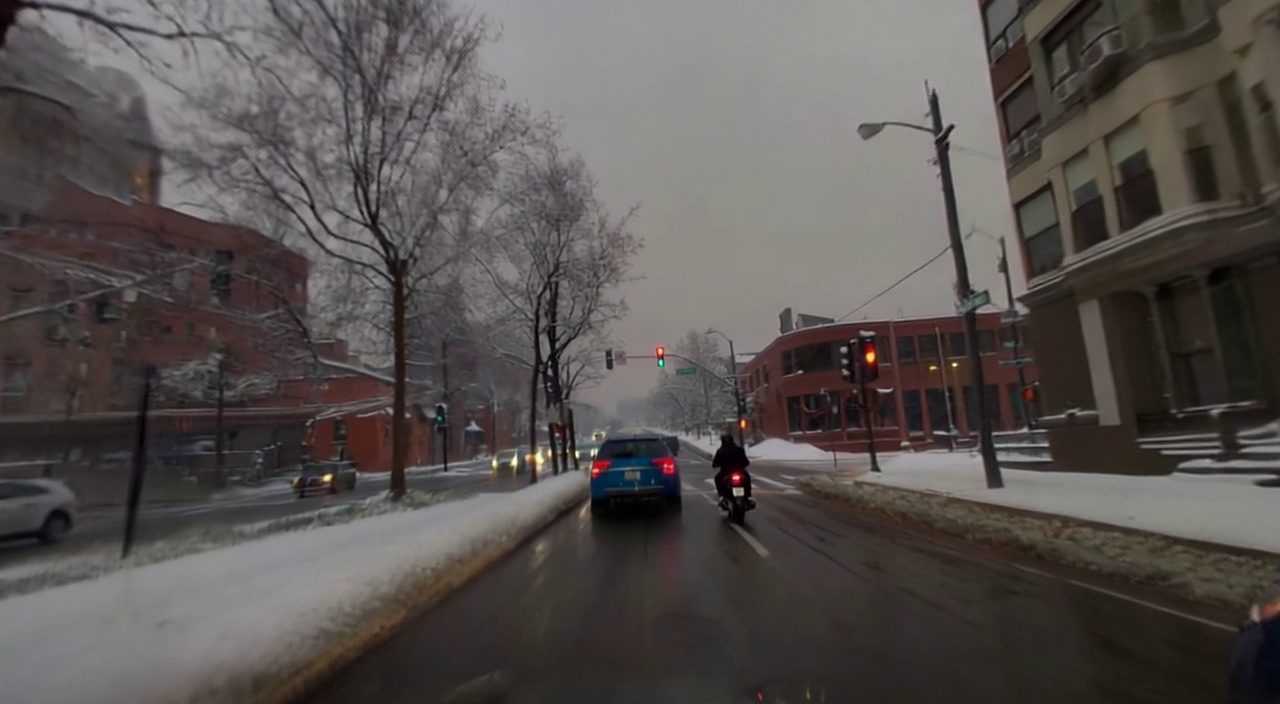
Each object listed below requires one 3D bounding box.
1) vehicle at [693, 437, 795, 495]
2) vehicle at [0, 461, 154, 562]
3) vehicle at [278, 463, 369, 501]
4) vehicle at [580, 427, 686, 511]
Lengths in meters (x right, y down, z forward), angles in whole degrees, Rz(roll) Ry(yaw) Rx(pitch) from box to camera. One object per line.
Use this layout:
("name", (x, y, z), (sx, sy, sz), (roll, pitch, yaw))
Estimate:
("vehicle", (2.922, 3.332, 18.806), (2.101, 1.507, 4.355), (0, -9, -3))
("vehicle", (-13.001, 3.286, 13.448), (1.871, 1.786, 4.386), (0, -9, -3))
("vehicle", (-14.698, 6.042, 29.647), (1.963, 1.492, 4.885), (0, -9, -3))
("vehicle", (-0.131, 2.813, 15.573), (2.265, 1.748, 4.130), (0, -9, 1))
